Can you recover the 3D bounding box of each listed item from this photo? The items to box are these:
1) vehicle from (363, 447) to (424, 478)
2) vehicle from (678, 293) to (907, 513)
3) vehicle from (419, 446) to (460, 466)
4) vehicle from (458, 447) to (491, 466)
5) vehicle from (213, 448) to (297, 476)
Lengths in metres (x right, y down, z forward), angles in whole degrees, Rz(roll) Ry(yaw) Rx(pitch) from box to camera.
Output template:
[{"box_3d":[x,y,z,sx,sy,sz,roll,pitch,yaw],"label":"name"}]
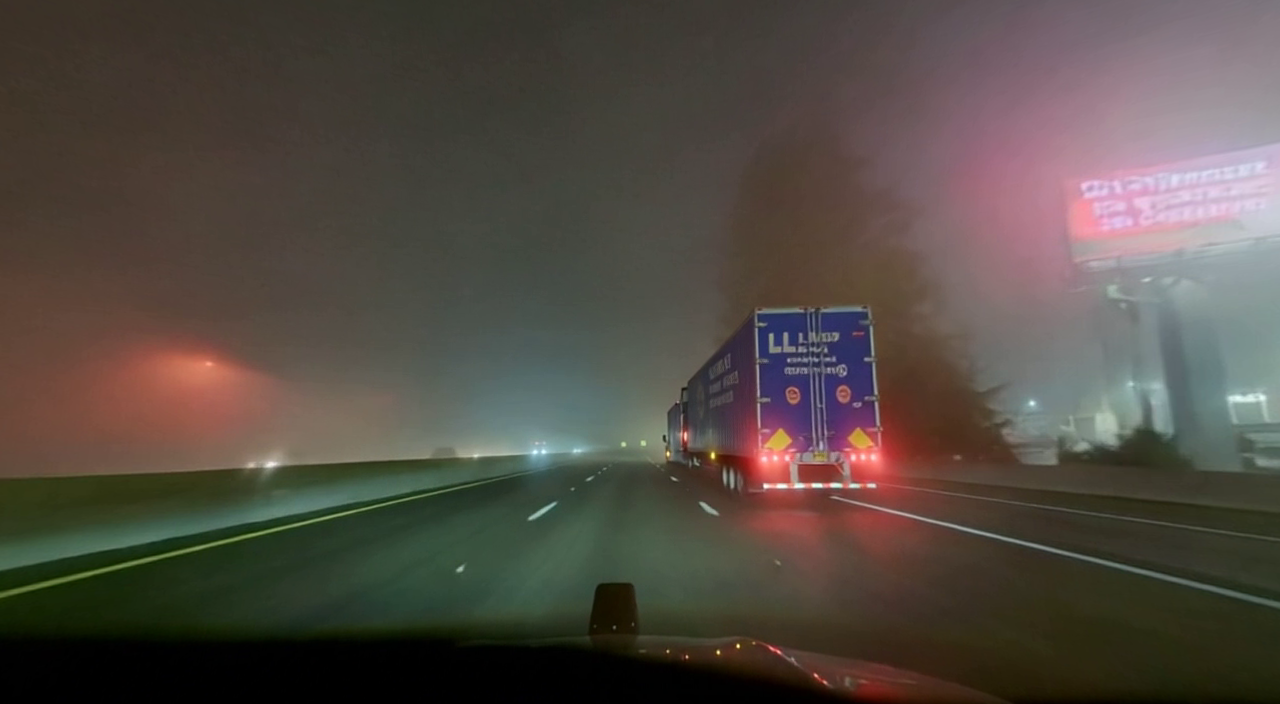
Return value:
[{"box_3d":[-11.111,4.989,28.652,1.452,1.311,3.176,0,-9,0],"label":"vehicle"},{"box_3d":[3.534,2.254,21.156,2.891,4.387,17.121,0,-9,-2],"label":"vehicle"},{"box_3d":[-14.834,7.711,46.951,1.864,1.435,3.584,0,-9,0],"label":"vehicle"},{"box_3d":[-11.758,7.435,44.993,1.438,1.326,3.184,0,-9,0],"label":"vehicle"},{"box_3d":[-22.434,6.425,37.094,1.999,1.523,4.691,0,-9,-1],"label":"vehicle"}]
